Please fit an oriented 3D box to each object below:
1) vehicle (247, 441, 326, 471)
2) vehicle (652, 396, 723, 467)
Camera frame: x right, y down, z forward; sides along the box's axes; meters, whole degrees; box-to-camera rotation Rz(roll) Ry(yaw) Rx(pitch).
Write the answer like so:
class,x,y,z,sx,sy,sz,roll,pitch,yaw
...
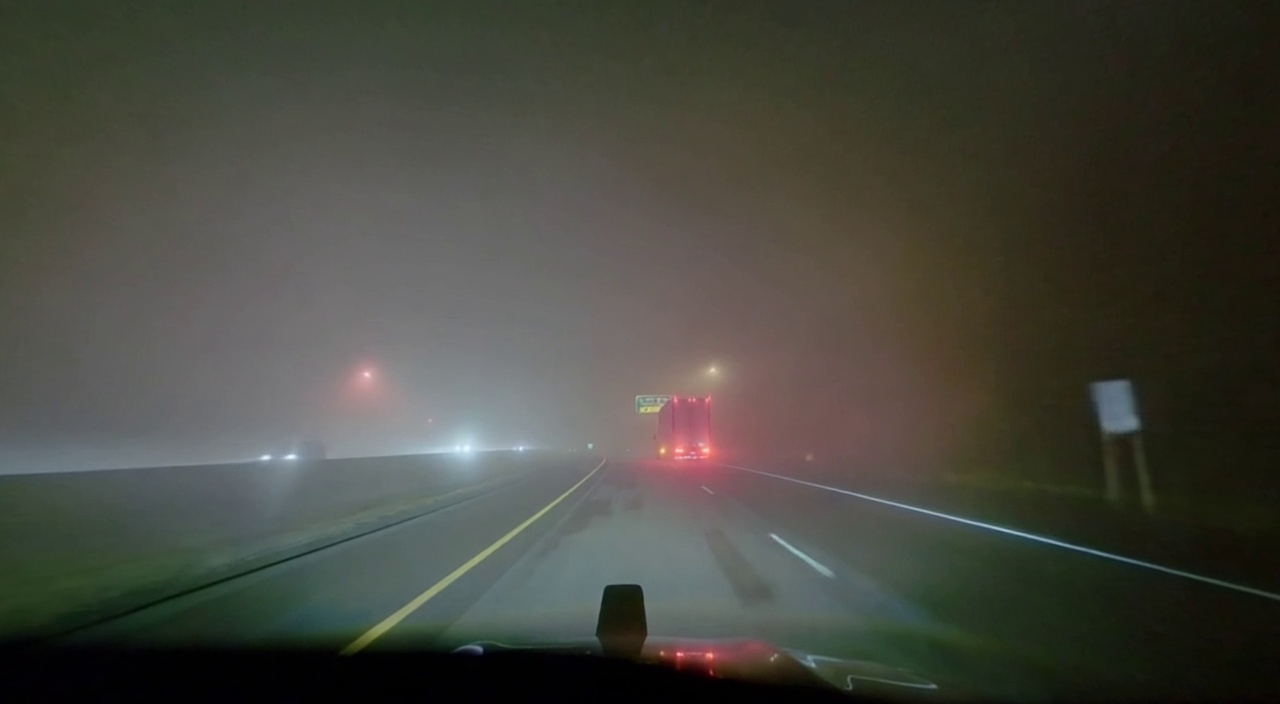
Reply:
class,x,y,z,sx,sy,sz,roll,pitch,yaw
vehicle,-22.060,6.461,39.628,2.226,1.750,4.865,0,-8,-2
vehicle,2.997,5.997,46.624,2.932,4.205,18.253,0,-8,-3
